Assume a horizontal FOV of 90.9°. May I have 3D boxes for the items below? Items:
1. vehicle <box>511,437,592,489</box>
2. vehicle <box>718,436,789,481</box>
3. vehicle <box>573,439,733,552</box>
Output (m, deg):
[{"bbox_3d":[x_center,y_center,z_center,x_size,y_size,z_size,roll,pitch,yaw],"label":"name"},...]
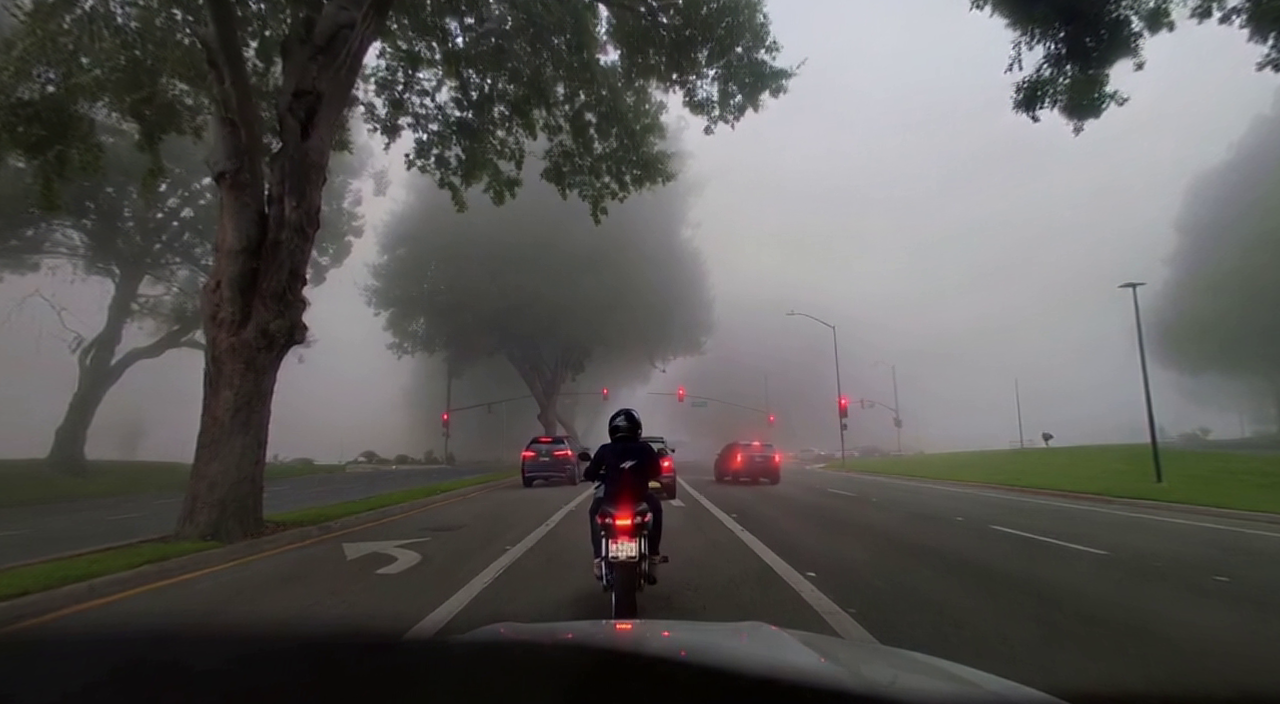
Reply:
[{"bbox_3d":[-3.055,3.948,22.862,2.056,1.647,5.045,-1,-8,2],"label":"vehicle"},{"bbox_3d":[4.562,4.339,25.953,2.075,1.661,4.229,0,-8,0],"label":"vehicle"},{"bbox_3d":[0.146,2.206,10.530,2.093,1.450,4.437,0,-8,-1],"label":"vehicle"}]
